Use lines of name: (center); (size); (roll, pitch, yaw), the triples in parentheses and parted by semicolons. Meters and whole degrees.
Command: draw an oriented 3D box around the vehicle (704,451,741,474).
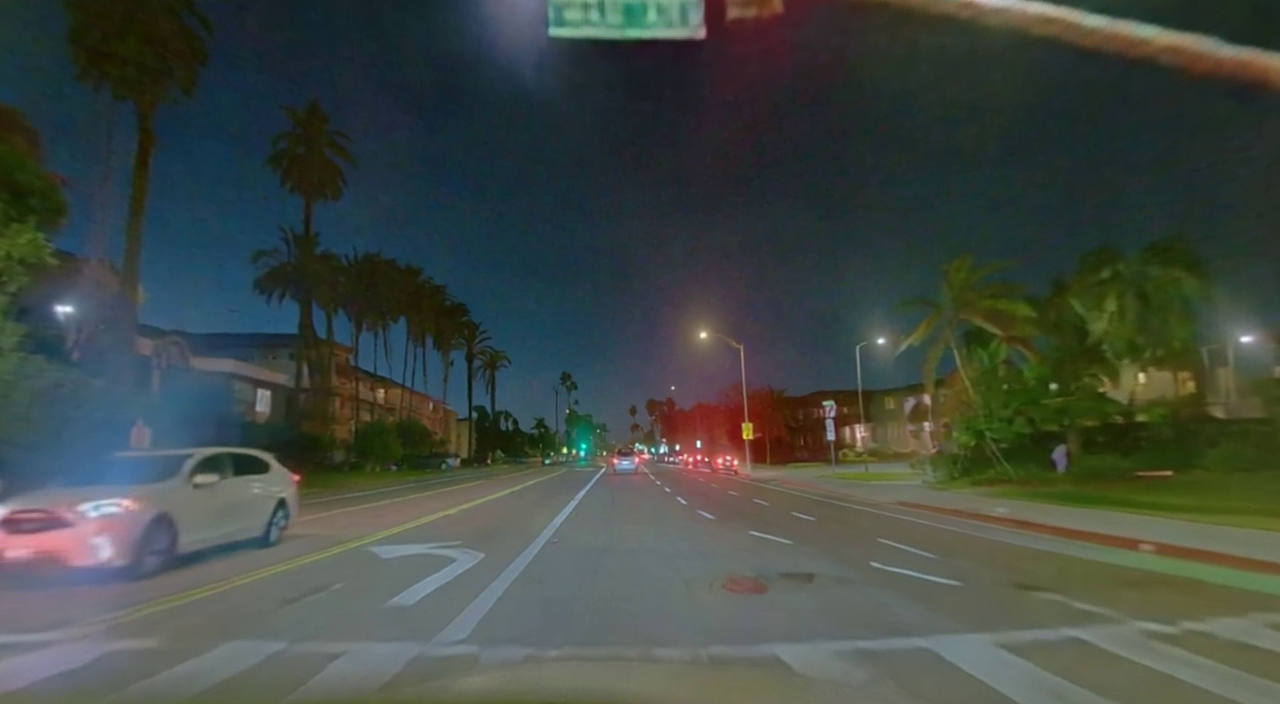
vehicle: (5.862, 7.943, 45.498); (1.947, 1.505, 4.759); (-1, -9, 0)

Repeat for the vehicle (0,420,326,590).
vehicle: (-6.208, 1.877, 8.435); (1.983, 1.684, 3.938); (-1, -9, 0)

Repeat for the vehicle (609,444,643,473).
vehicle: (-1.038, 7.444, 44.254); (2.248, 1.833, 4.798); (0, -9, -3)
